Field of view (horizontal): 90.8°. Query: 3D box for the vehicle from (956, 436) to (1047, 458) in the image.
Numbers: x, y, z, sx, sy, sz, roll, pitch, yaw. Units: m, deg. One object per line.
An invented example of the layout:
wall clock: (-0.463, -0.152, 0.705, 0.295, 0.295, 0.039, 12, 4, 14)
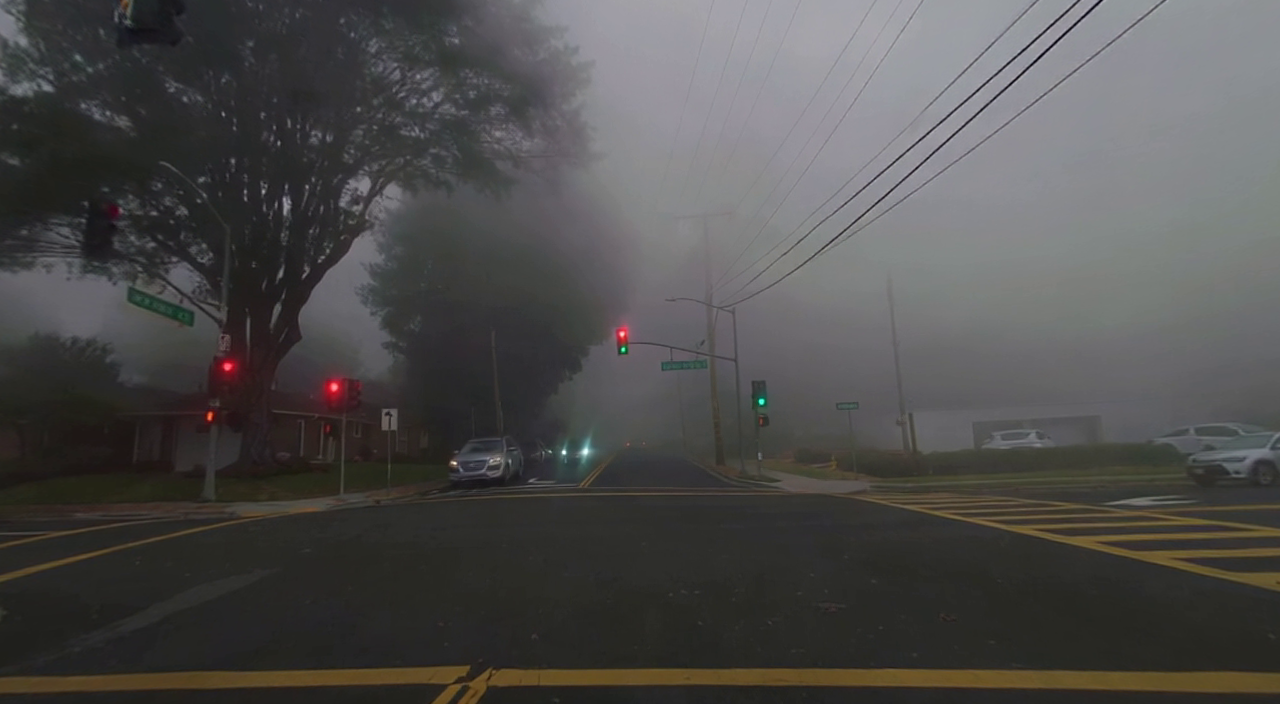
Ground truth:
vehicle: (25.012, 6.591, 43.825, 5.172, 1.515, 1.851, 0, -9, -2)

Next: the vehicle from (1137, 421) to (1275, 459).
vehicle: (33.257, 5.191, 37.224, 5.969, 2.149, 2.331, 0, -9, -3)

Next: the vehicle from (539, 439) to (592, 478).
vehicle: (-3.669, 5.319, 31.862, 2.120, 1.783, 4.788, 0, -9, -1)

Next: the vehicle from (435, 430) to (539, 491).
vehicle: (-6.526, 4.769, 28.264, 2.896, 2.339, 7.322, 0, -9, -1)
